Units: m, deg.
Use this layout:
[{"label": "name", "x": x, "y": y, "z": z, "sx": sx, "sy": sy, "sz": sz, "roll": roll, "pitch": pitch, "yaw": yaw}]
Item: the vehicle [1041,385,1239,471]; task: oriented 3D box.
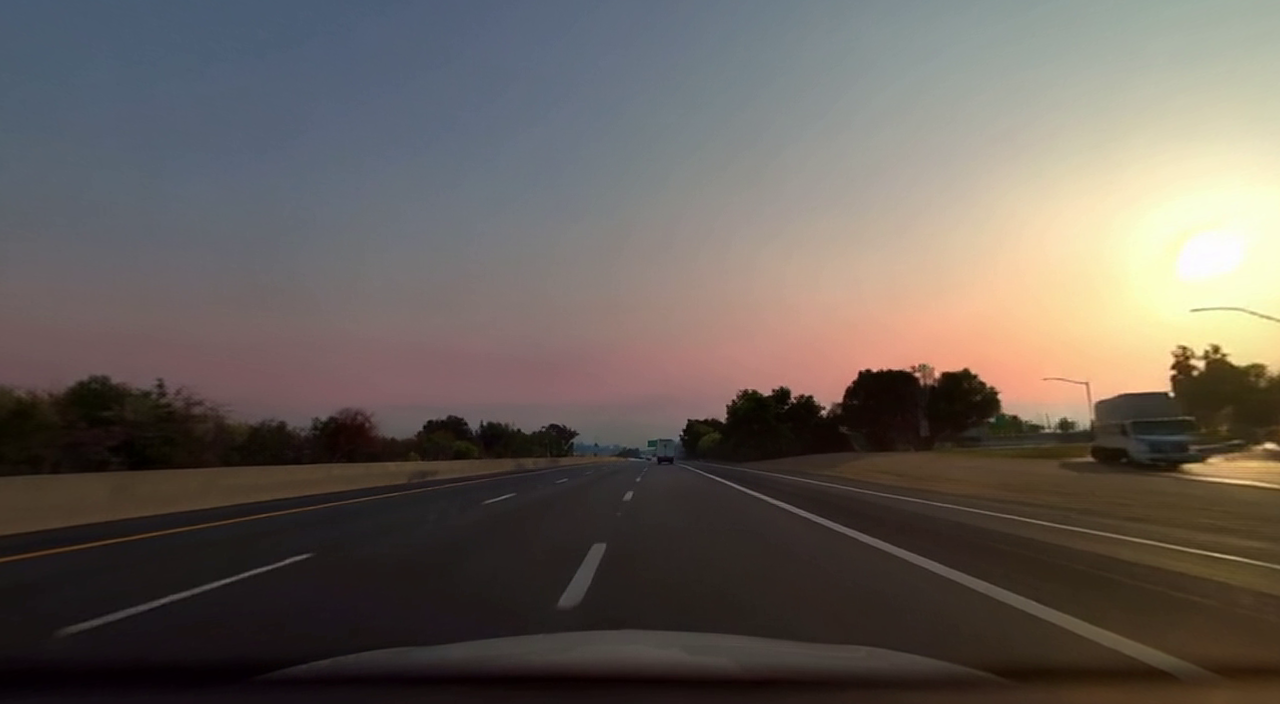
[{"label": "vehicle", "x": 28.607, "y": 4.798, "z": 37.563, "sx": 3.063, "sy": 4.060, "sz": 14.922, "roll": -2, "pitch": -9, "yaw": 14}]
